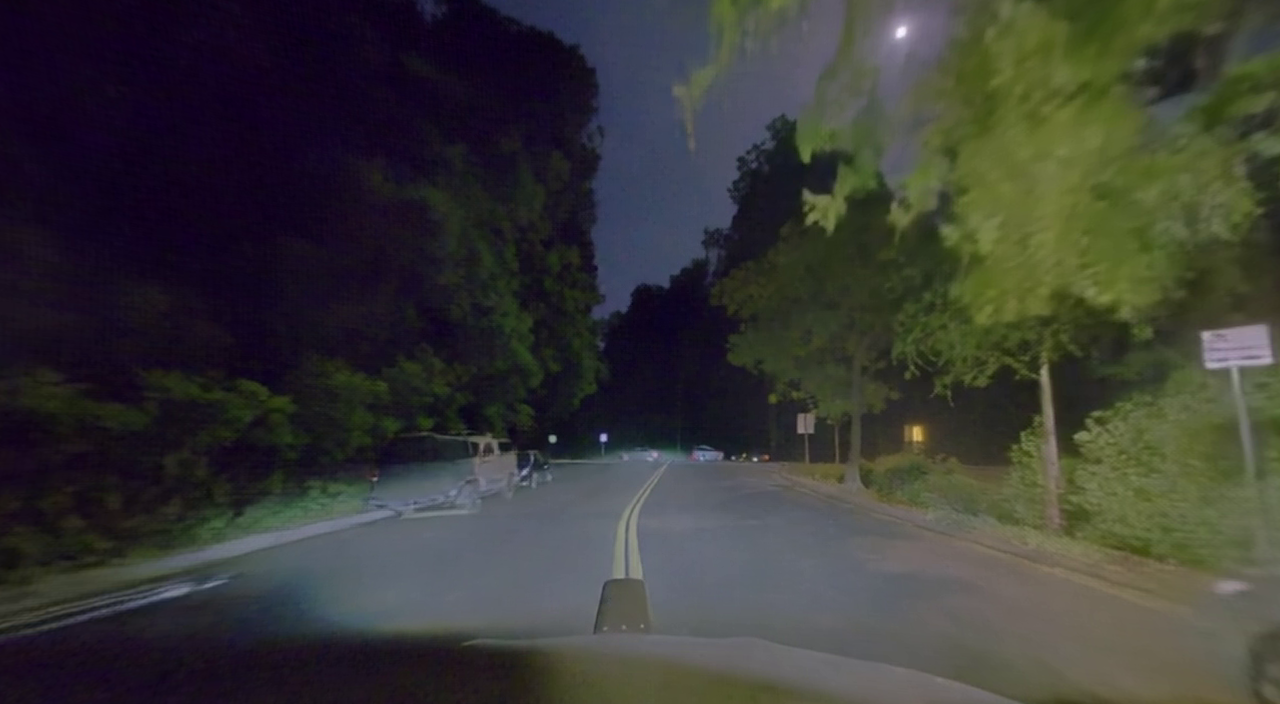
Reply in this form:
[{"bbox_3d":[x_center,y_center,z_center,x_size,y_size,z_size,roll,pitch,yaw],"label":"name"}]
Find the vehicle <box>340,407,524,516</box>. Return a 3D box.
[{"bbox_3d":[-5.134,2.996,16.682,2.583,2.167,5.667,-6,-12,4],"label":"vehicle"}]
